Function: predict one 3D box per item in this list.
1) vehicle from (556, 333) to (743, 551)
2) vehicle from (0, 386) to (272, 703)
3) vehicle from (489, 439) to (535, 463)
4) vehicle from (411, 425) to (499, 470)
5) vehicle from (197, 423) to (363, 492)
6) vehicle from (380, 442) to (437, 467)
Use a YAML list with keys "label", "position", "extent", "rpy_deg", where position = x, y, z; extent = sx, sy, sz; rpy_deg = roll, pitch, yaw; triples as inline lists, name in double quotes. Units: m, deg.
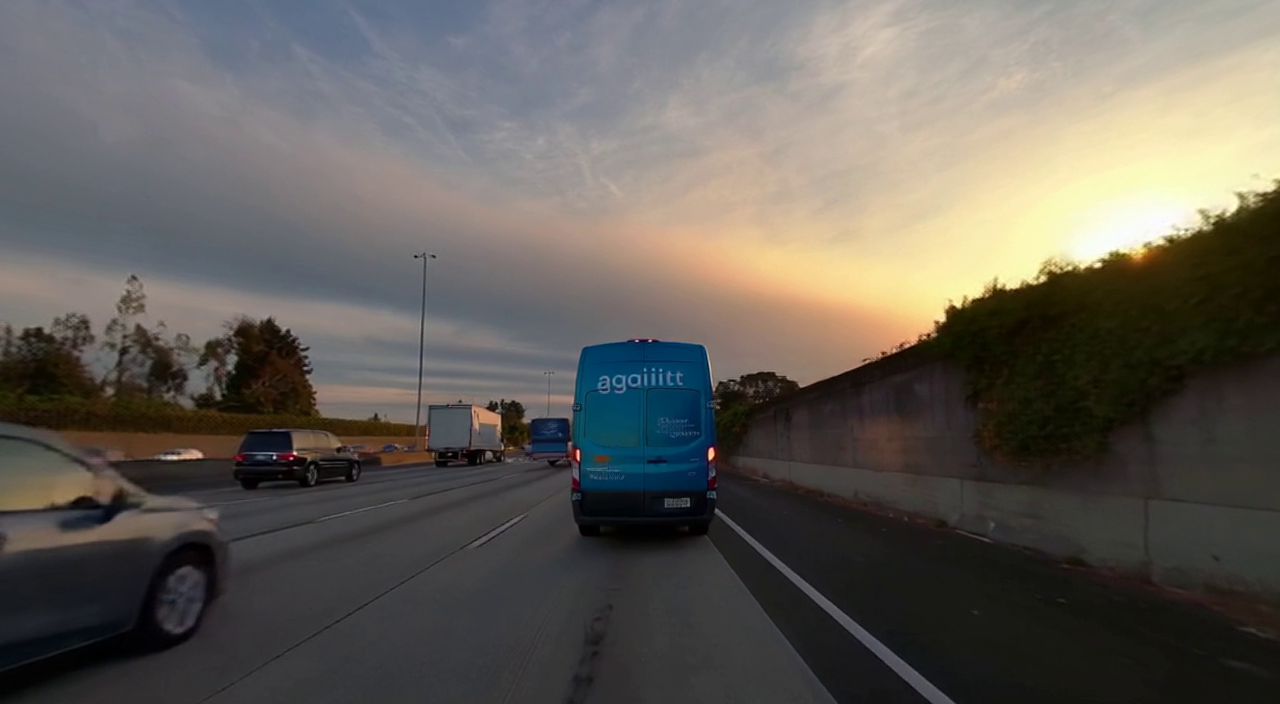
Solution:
- label: "vehicle"
  position: [0.187, 1.587, 11.181]
  extent: [2.316, 2.738, 6.398]
  rpy_deg: [0, -8, 1]
- label: "vehicle"
  position: [-3.846, 0.860, 2.226]
  extent: [2.212, 1.551, 4.658]
  rpy_deg: [0, -8, 1]
- label: "vehicle"
  position: [-9.296, 7.229, 46.175]
  extent: [1.934, 1.567, 4.536]
  rpy_deg: [-1, -7, 7]
- label: "vehicle"
  position: [-9.670, 5.093, 33.694]
  extent: [2.566, 2.158, 5.957]
  rpy_deg: [-1, -8, 4]
- label: "vehicle"
  position: [-10.781, 3.211, 19.448]
  extent: [2.061, 1.846, 4.852]
  rpy_deg: [0, -8, 3]
- label: "vehicle"
  position: [-13.882, 6.150, 38.028]
  extent: [1.770, 1.376, 3.747]
  rpy_deg: [-1, -8, 4]
